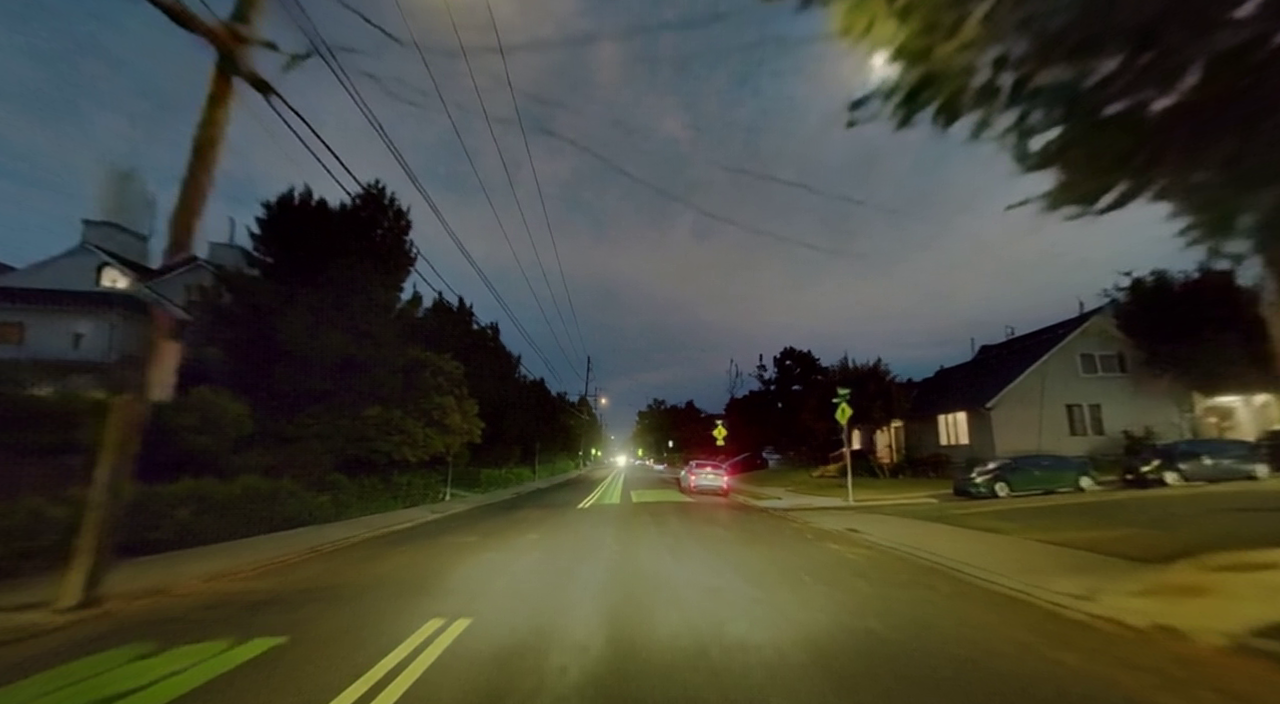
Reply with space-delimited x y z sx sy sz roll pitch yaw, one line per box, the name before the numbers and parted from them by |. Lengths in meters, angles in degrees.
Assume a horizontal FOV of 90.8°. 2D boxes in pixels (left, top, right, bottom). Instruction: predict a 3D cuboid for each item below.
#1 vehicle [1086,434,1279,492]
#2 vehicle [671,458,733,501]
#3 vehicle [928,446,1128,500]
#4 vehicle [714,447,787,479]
vehicle | 17.015 3.485 19.783 4.578 1.675 2.010 0 -12 -5
vehicle | 2.582 5.484 27.587 1.989 1.545 5.423 0 -9 -2
vehicle | 11.759 3.742 19.385 4.809 1.494 1.940 0 -13 -3
vehicle | 8.333 8.351 47.827 4.922 1.846 1.941 -5 -8 -6
